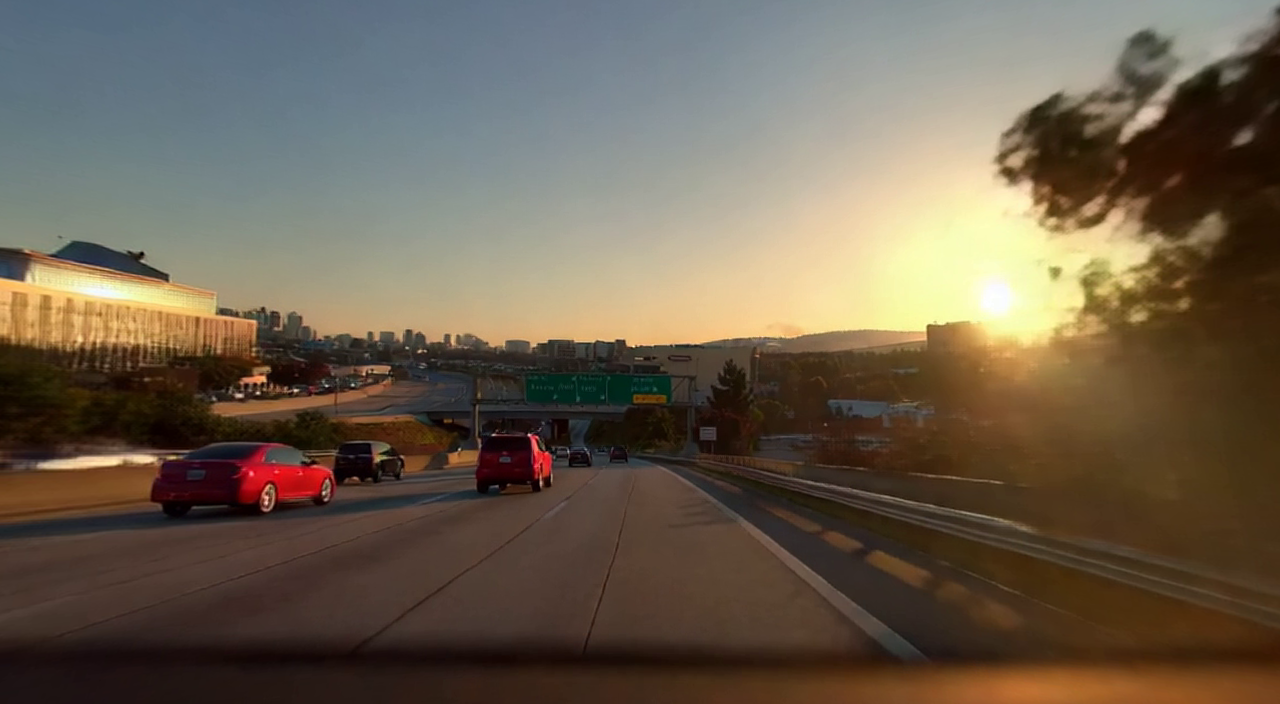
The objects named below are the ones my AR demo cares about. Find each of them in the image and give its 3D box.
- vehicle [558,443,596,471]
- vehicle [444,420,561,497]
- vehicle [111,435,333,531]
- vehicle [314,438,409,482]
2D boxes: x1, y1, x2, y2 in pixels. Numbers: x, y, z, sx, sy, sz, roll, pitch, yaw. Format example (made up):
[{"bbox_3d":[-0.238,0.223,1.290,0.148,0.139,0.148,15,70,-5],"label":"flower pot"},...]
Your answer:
[{"bbox_3d":[-3.741,6.306,38.107,1.955,1.614,3.817,0,-8,0],"label":"vehicle"},{"bbox_3d":[-3.926,3.164,19.150,2.301,1.985,5.247,0,-8,1],"label":"vehicle"},{"bbox_3d":[-7.512,2.335,11.796,1.796,1.509,3.393,0,-8,0],"label":"vehicle"},{"bbox_3d":[-11.456,4.426,26.300,1.919,1.665,4.394,0,-8,0],"label":"vehicle"}]
